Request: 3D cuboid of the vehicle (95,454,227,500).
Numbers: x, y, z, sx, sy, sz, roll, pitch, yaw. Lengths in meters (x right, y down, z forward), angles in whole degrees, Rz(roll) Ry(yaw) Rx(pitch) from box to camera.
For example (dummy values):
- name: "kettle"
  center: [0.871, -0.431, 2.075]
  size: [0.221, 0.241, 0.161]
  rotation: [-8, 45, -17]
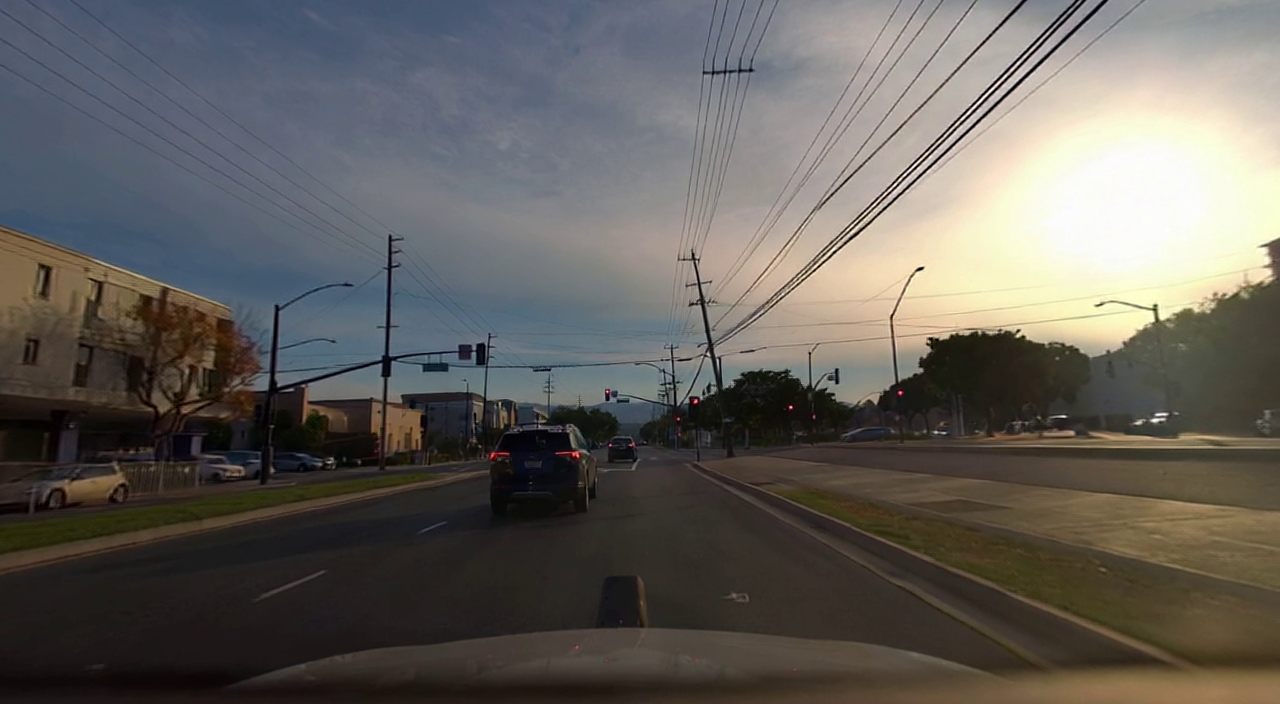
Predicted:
- name: "vehicle"
  center: [-20.110, 5.217, 26.807]
  size: [1.989, 1.689, 4.388]
  rotation: [0, -9, 2]

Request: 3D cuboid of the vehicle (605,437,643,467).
- name: "vehicle"
  center: [-0.915, 5.956, 37.722]
  size: [2.144, 1.681, 3.855]
  rotation: [0, -9, 0]

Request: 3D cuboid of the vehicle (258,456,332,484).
- name: "vehicle"
  center: [-20.116, 6.875, 37.072]
  size: [1.826, 1.430, 4.426]
  rotation: [0, -9, 0]

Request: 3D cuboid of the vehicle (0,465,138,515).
- name: "vehicle"
  center: [-20.206, 4.710, 22.023]
  size: [1.790, 1.415, 4.450]
  rotation: [0, -9, -1]

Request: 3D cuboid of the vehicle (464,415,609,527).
- name: "vehicle"
  center: [-1.746, 2.199, 12.127]
  size: [2.022, 1.757, 4.041]
  rotation: [0, -9, 1]
